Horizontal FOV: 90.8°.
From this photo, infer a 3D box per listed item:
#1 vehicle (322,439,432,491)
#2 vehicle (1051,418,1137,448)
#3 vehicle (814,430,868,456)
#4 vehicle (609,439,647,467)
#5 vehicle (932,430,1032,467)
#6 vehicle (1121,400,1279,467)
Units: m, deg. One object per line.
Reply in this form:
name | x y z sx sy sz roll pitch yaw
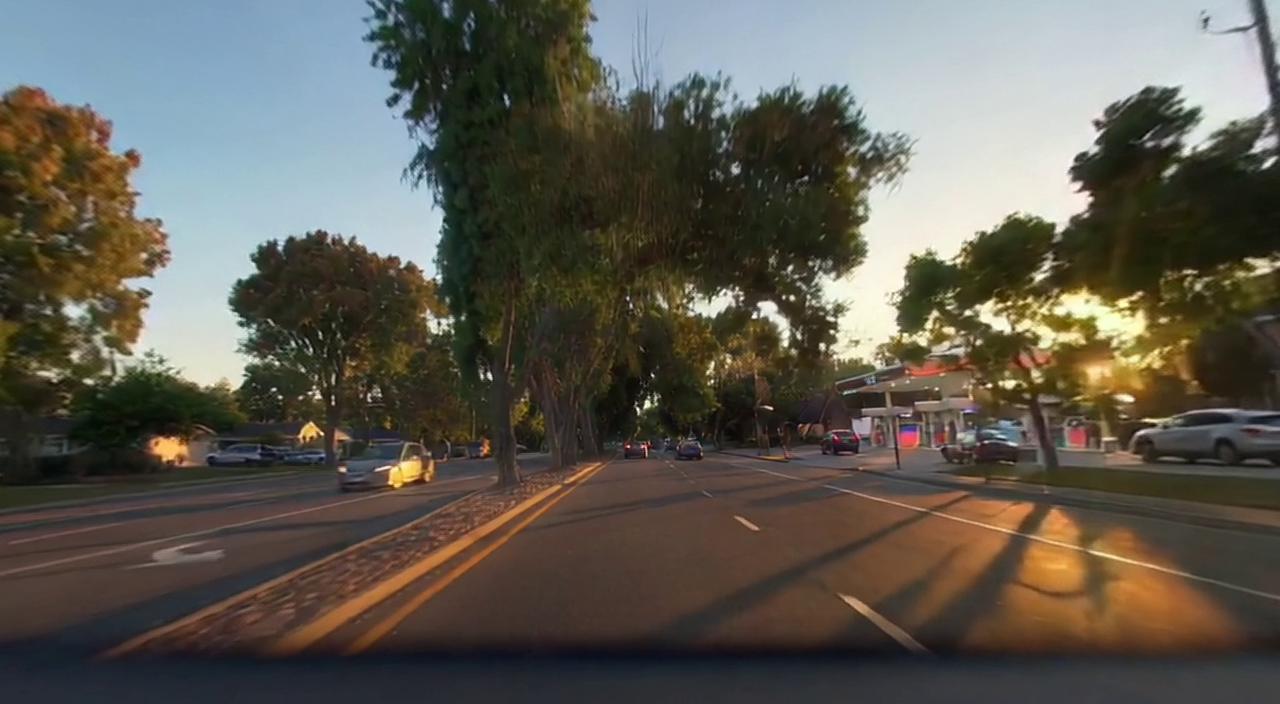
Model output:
vehicle | -9.274 3.994 22.746 2.121 1.677 4.324 0 -9 0
vehicle | 33.510 6.071 46.895 2.355 2.034 5.438 0 -8 0
vehicle | 15.145 6.919 47.901 2.368 1.868 4.724 0 -9 -1
vehicle | -0.646 5.712 35.978 2.052 1.488 3.779 0 -8 -1
vehicle | 15.145 4.318 28.305 2.001 1.479 4.696 0 -9 2
vehicle | 19.639 2.816 21.503 2.266 1.973 5.443 0 -8 1
